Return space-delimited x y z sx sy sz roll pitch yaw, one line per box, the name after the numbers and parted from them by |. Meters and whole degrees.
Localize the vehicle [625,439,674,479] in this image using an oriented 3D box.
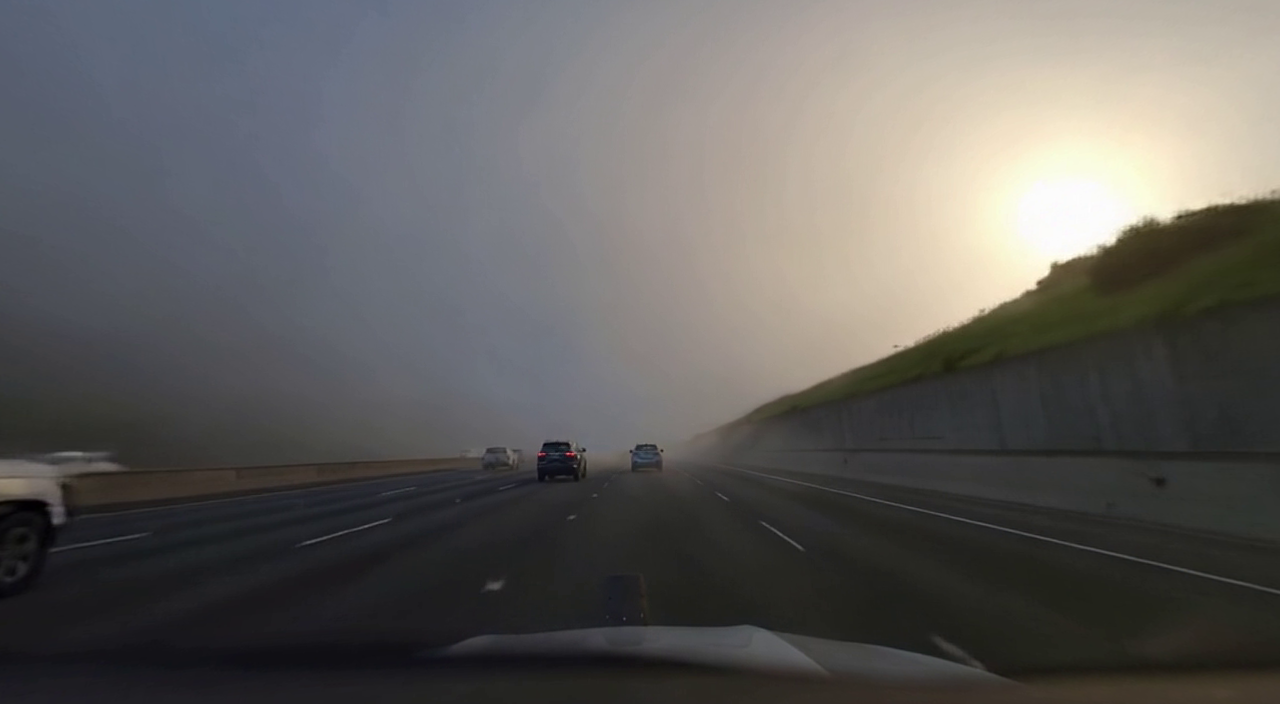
0.416 5.241 31.076 2.233 1.804 4.273 0 -9 0 | vehicle

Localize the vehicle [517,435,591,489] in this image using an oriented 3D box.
-3.125 4.126 23.965 2.093 1.820 4.506 0 -9 1 | vehicle

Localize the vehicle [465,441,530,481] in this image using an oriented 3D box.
-6.697 5.178 30.130 2.059 1.745 4.239 0 -9 1 | vehicle
